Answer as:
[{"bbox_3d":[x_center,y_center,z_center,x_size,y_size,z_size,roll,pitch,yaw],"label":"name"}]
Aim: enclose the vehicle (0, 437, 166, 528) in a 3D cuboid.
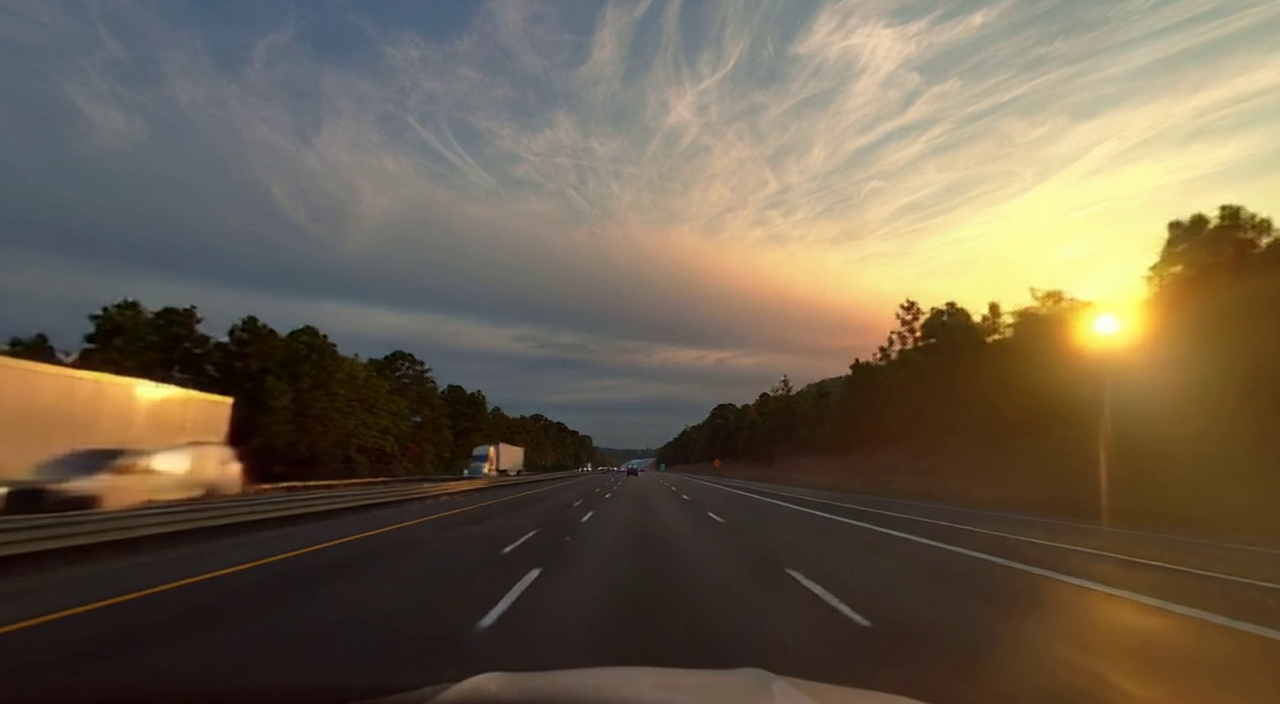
[{"bbox_3d":[-12.200,2.519,12.384,2.189,1.563,4.504,1,-10,0],"label":"vehicle"}]
